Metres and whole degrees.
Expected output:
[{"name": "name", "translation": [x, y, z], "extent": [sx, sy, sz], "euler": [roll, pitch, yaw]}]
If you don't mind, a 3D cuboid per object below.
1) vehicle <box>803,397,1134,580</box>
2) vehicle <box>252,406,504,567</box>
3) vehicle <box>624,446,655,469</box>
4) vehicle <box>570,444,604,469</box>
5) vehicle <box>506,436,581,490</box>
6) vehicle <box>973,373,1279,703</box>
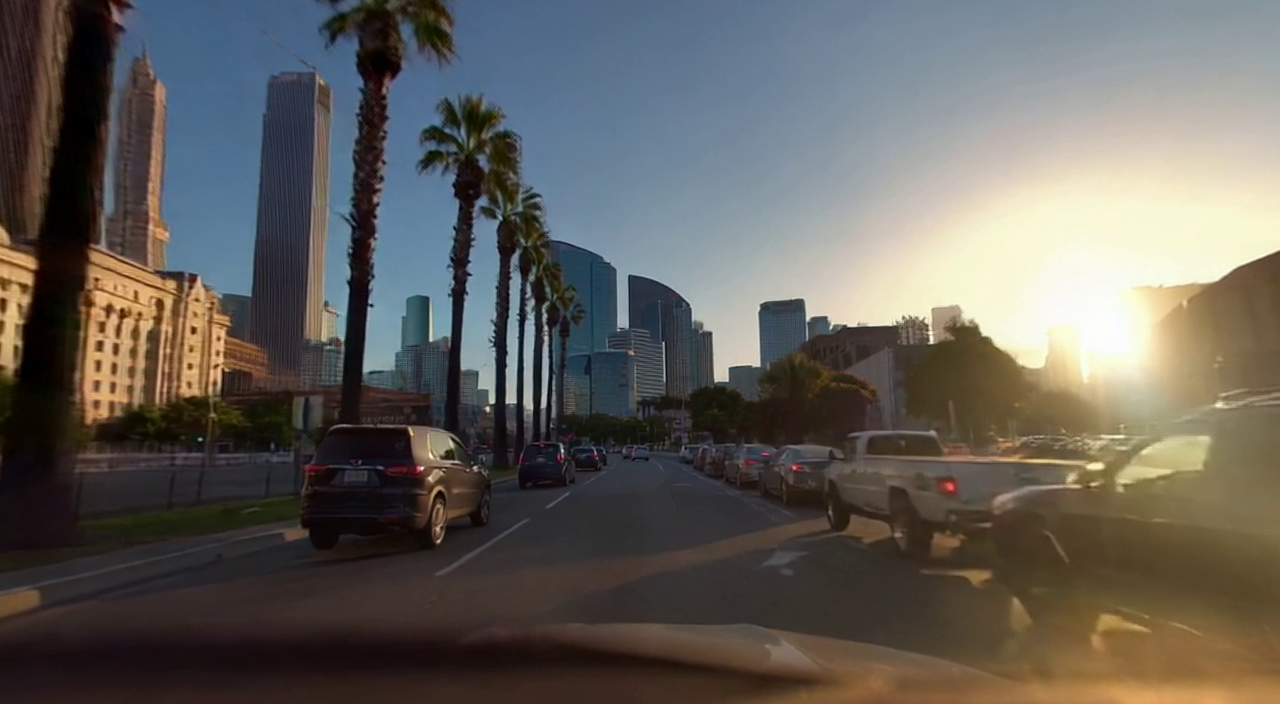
[{"name": "vehicle", "translation": [4.134, 1.828, 9.238], "extent": [2.035, 1.902, 5.079], "euler": [0, -9, -1]}, {"name": "vehicle", "translation": [-3.407, 1.839, 9.243], "extent": [1.800, 1.797, 4.224], "euler": [0, -9, 1]}, {"name": "vehicle", "translation": [-0.085, 7.318, 43.844], "extent": [2.036, 1.461, 3.890], "euler": [0, -9, -2]}, {"name": "vehicle", "translation": [-3.549, 7.121, 42.982], "extent": [1.955, 1.637, 4.243], "euler": [0, -9, 0]}, {"name": "vehicle", "translation": [-3.367, 3.986, 22.886], "extent": [2.014, 1.740, 4.392], "euler": [0, -9, 1]}, {"name": "vehicle", "translation": [4.164, 1.044, 3.542], "extent": [1.965, 1.735, 4.835], "euler": [0, -9, 1]}]
